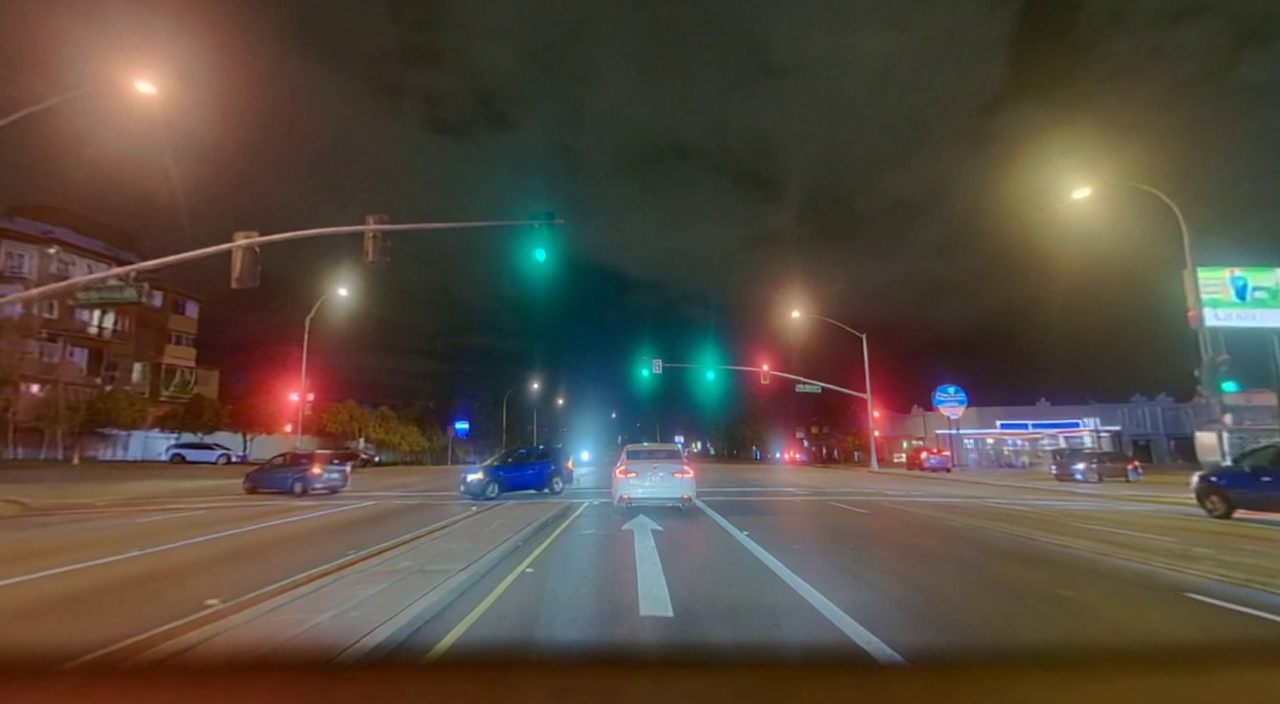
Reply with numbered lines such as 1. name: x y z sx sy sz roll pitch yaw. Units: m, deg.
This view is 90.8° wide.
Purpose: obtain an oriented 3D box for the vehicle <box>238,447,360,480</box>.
1. vehicle: -15.511 5.088 28.879 4.531 1.434 1.841 -1 -9 4

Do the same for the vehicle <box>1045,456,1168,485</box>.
1. vehicle: 23.593 5.988 32.042 4.684 1.412 1.995 0 -9 -2

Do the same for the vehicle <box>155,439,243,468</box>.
1. vehicle: -30.764 7.056 44.200 1.999 1.702 4.557 -2 -7 29

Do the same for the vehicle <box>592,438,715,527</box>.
1. vehicle: 0.184 2.533 12.831 2.067 1.471 4.241 0 -9 -1

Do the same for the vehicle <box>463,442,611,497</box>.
1. vehicle: -3.342 3.640 20.007 4.626 1.489 2.213 -8 -12 42
